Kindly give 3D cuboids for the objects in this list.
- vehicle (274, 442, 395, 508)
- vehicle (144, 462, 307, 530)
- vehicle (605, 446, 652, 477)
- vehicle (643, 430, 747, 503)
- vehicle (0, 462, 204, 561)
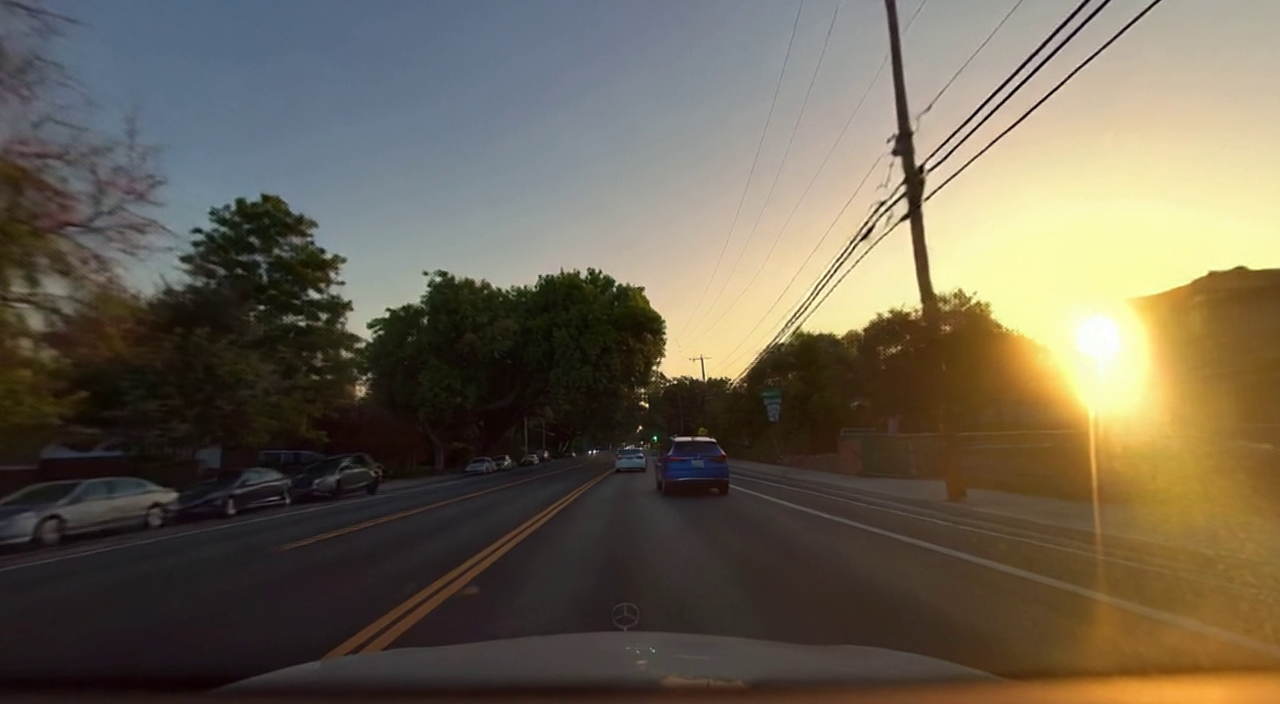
[{"bbox_3d":[-12.299,4.920,25.932,2.504,2.031,5.237,-8,-7,-4],"label":"vehicle"},{"bbox_3d":[-12.219,4.222,19.087,1.897,1.498,4.628,-4,-8,0],"label":"vehicle"},{"bbox_3d":[-0.578,5.456,31.777,2.196,1.449,4.006,0,-8,-1],"label":"vehicle"},{"bbox_3d":[1.344,3.129,17.725,2.200,1.763,4.676,0,-9,-4],"label":"vehicle"},{"bbox_3d":[-12.172,3.429,13.917,2.044,1.534,4.554,-7,-8,-3],"label":"vehicle"}]
